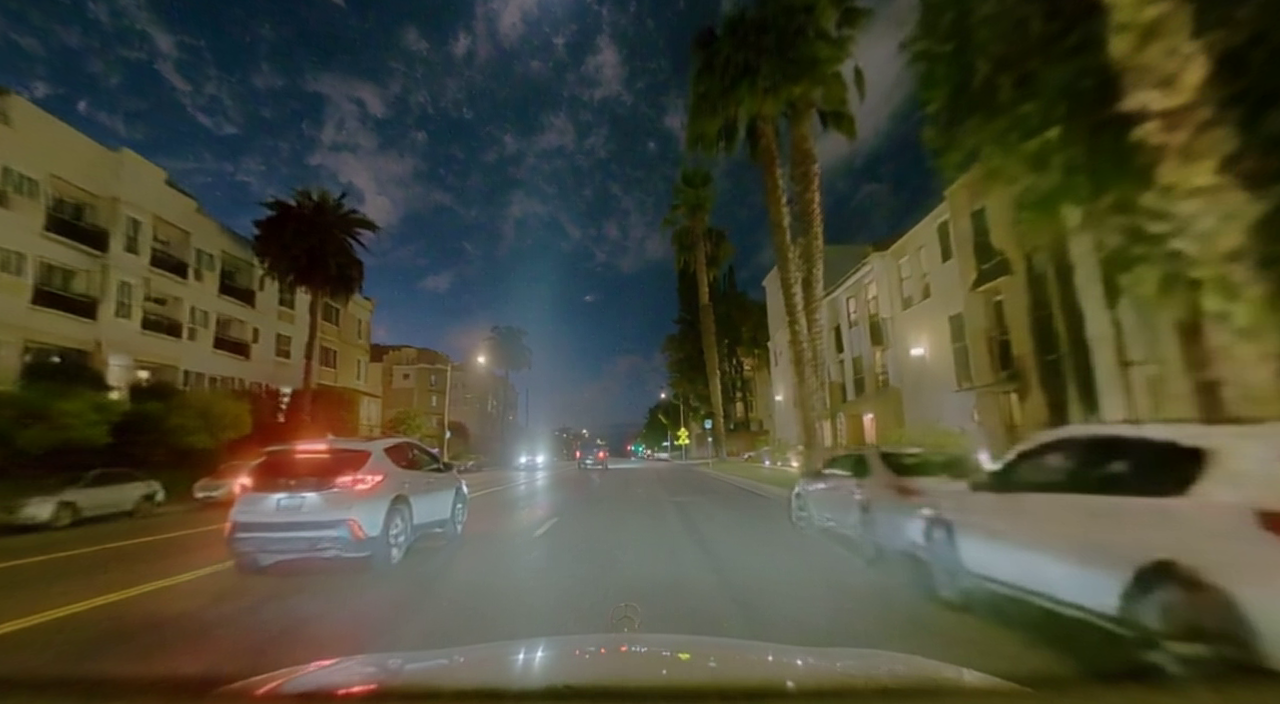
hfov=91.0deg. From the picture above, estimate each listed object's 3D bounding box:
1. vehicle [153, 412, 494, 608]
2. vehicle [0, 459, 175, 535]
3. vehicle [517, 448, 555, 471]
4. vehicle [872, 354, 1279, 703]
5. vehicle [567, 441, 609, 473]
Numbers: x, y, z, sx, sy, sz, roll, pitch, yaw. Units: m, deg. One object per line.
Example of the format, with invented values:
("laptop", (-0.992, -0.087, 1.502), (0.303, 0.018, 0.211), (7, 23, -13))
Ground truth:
("vehicle", (-3.179, 1.657, 7.434), (1.929, 1.651, 3.948), (0, -9, 0))
("vehicle", (-13.853, 3.437, 15.320), (1.811, 1.452, 4.322), (-3, -8, -1))
("vehicle", (-7.436, 7.728, 45.476), (1.979, 1.500, 4.383), (0, -9, 0))
("vehicle", (3.708, 1.167, 4.298), (2.125, 1.768, 5.544), (0, -9, 0))
("vehicle", (-3.126, 6.399, 38.670), (1.994, 1.810, 5.057), (0, -9, 2))
